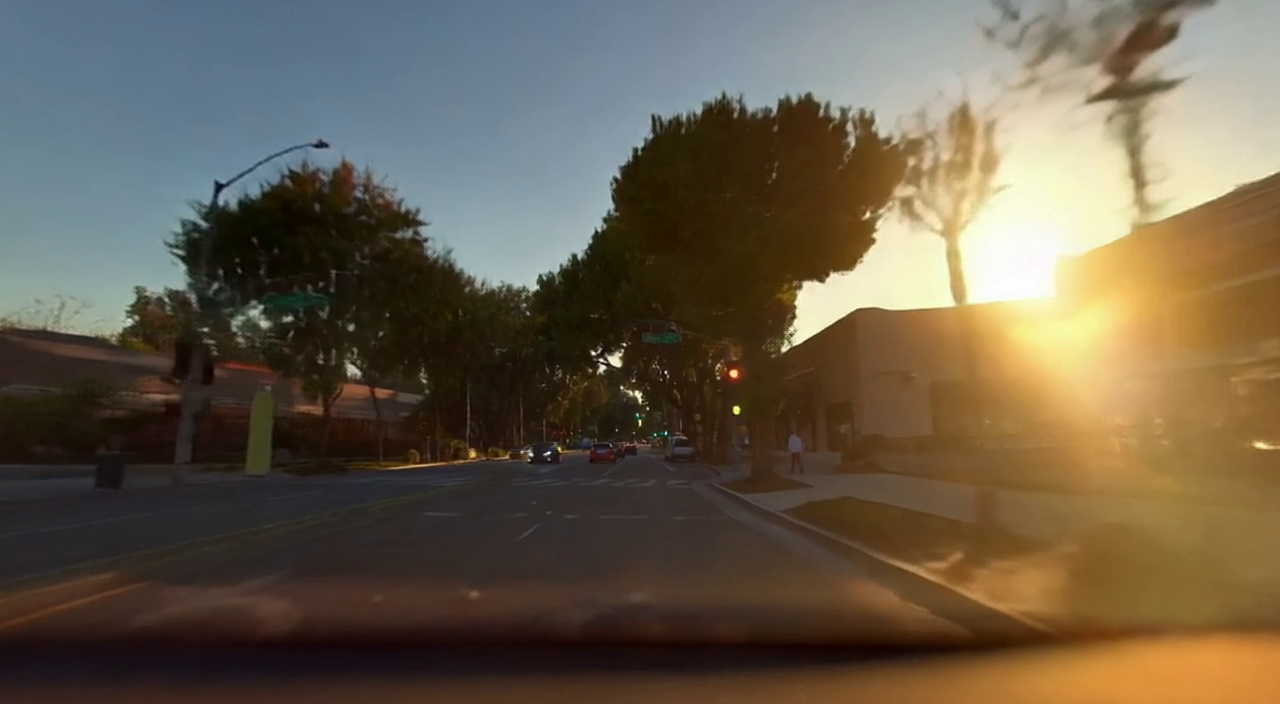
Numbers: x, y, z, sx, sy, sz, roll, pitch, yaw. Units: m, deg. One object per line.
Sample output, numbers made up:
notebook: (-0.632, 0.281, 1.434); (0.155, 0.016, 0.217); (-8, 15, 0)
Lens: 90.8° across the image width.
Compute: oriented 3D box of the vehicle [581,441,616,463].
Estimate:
vehicle: (-2.911, 7.107, 45.091); (2.122, 1.469, 4.388); (0, -8, 1)

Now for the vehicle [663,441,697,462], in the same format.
vehicle: (2.926, 7.396, 47.062); (2.034, 1.491, 4.618); (0, -8, -3)
